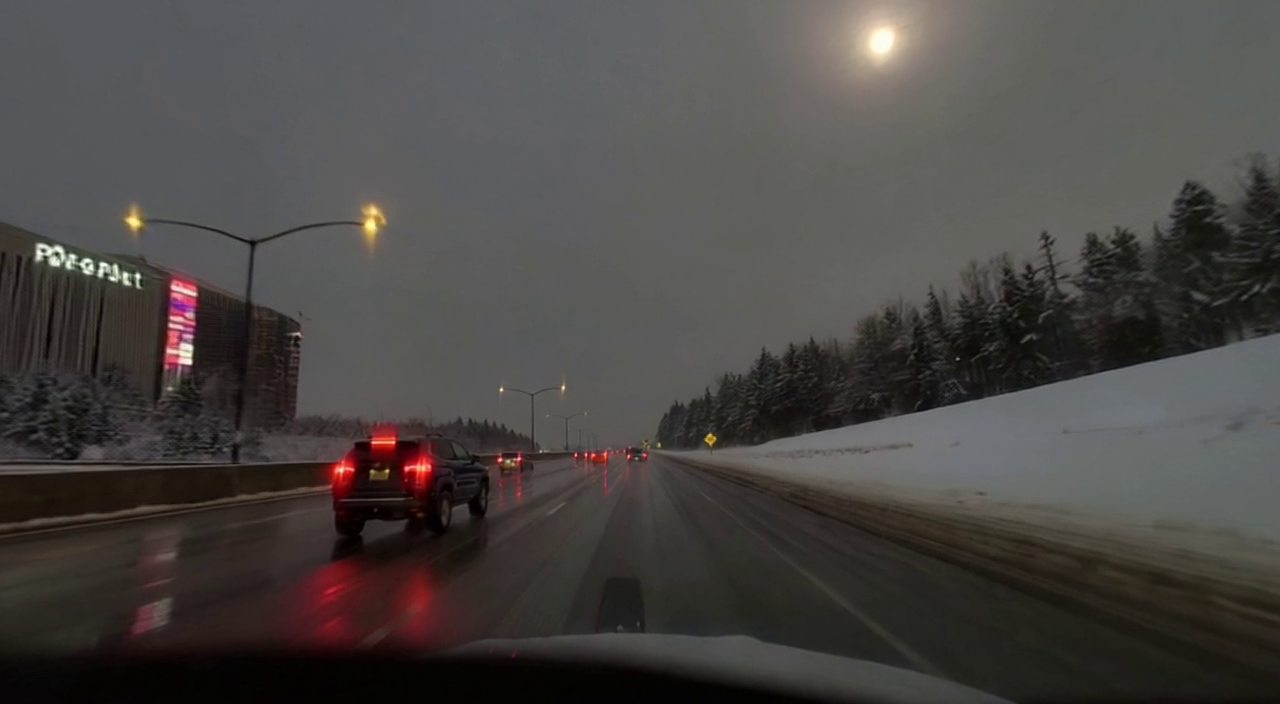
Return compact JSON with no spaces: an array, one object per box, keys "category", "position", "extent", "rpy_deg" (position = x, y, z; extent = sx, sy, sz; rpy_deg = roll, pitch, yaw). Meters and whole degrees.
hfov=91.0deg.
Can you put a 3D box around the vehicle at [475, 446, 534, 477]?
[{"category":"vehicle","position":[-7.230,5.871,34.164],"extent":[1.998,1.542,4.953],"rpy_deg":[0,-9,1]}]

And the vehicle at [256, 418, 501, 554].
[{"category":"vehicle","position":[-3.868,2.072,10.421],"extent":[2.059,1.725,4.521],"rpy_deg":[0,-9,1]}]
